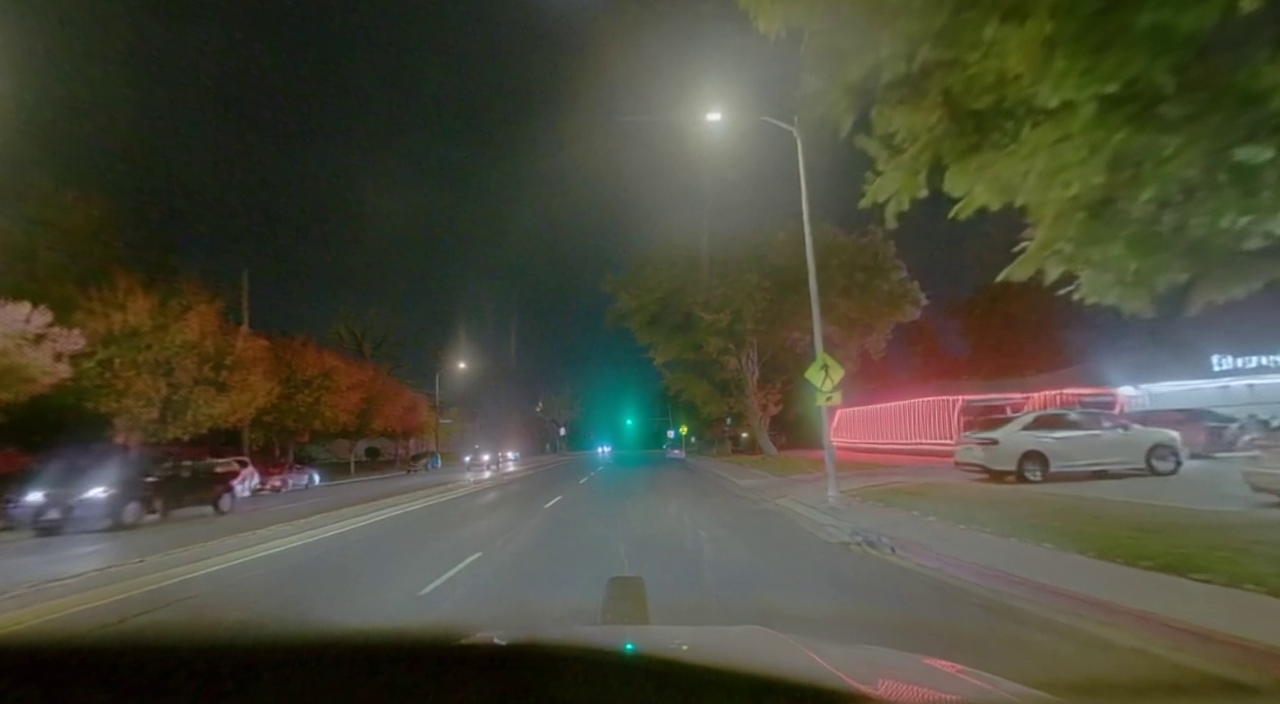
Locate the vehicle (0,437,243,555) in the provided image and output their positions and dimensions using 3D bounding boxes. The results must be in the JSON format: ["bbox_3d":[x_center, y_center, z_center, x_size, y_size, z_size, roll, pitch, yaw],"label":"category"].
[{"bbox_3d":[-11.715,2.916,13.773,2.228,1.976,5.857,0,-9,0],"label":"vehicle"}]

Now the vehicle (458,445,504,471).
[{"bbox_3d":[-11.655,7.794,46.598,2.079,1.812,4.757,0,-9,1],"label":"vehicle"}]

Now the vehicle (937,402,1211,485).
[{"bbox_3d":[9.774,2.092,14.494,4.843,1.748,1.985,0,-9,-3],"label":"vehicle"}]
